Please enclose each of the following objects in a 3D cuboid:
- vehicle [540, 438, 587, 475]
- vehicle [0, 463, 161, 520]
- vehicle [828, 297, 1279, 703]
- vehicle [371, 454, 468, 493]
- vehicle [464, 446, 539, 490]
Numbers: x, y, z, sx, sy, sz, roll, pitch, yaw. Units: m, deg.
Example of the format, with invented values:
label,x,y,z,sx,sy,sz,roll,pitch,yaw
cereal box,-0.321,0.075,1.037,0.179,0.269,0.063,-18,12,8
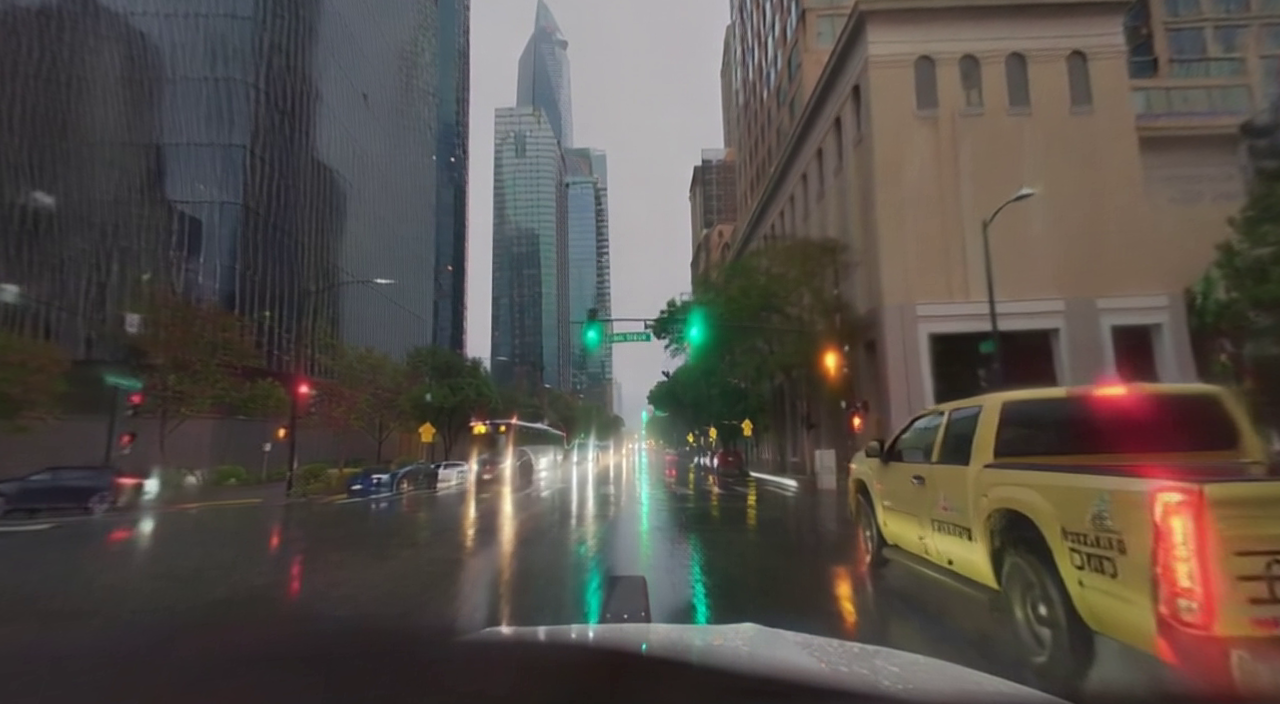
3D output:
label,x,y,z,sx,sy,sz,roll,pitch,yaw
vehicle,-4.969,6.850,41.643,2.304,2.208,5.200,0,-8,1
vehicle,-17.439,4.116,18.844,4.635,1.468,2.051,5,-10,-30
vehicle,3.318,1.114,4.745,2.118,1.848,5.426,0,-8,0
vehicle,-9.672,5.350,28.150,2.003,1.489,4.656,-1,-8,10
vehicle,-5.515,4.641,25.647,1.997,1.610,4.144,0,-8,1
